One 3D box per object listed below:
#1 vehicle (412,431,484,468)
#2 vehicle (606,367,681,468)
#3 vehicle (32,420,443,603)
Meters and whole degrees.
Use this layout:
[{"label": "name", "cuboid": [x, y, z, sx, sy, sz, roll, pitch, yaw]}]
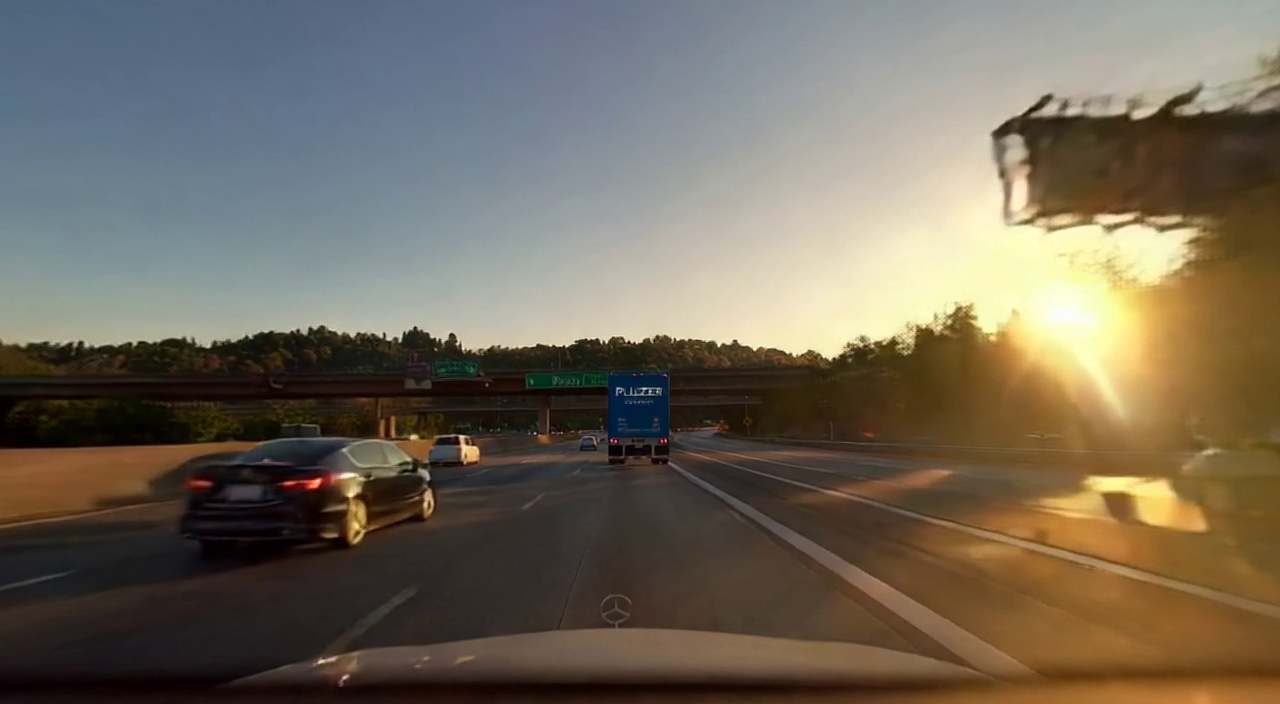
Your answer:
[{"label": "vehicle", "cuboid": [-8.591, 4.394, 28.597, 2.041, 1.566, 3.986, 0, -8, 0]}, {"label": "vehicle", "cuboid": [-0.035, 3.370, 30.690, 2.926, 3.959, 11.818, 0, -8, -2]}, {"label": "vehicle", "cuboid": [-3.868, 1.554, 7.158, 1.943, 1.446, 4.158, 0, -8, 0]}]
